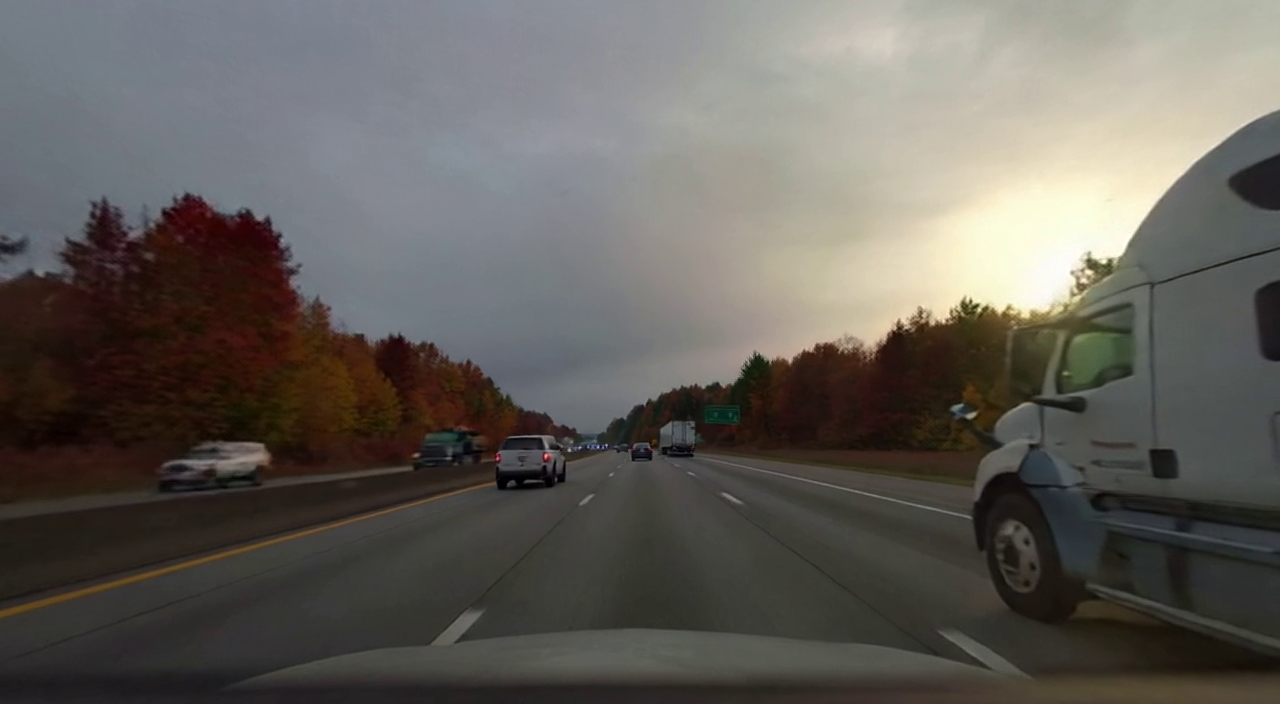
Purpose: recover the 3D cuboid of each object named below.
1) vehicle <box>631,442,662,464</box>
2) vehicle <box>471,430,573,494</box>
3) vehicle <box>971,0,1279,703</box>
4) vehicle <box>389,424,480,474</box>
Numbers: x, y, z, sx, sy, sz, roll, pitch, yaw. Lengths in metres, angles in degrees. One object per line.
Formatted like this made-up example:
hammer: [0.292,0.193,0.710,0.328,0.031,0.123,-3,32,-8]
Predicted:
vehicle: [0.470,7.159,44.854,2.152,1.484,4.211,0,-8,1]
vehicle: [-3.342,3.230,18.876,2.077,1.669,4.739,0,-8,1]
vehicle: [4.795,0.183,4.001,3.306,3.639,3.451,0,-8,0]
vehicle: [-10.563,5.063,32.983,2.533,2.313,6.197,0,-8,1]
